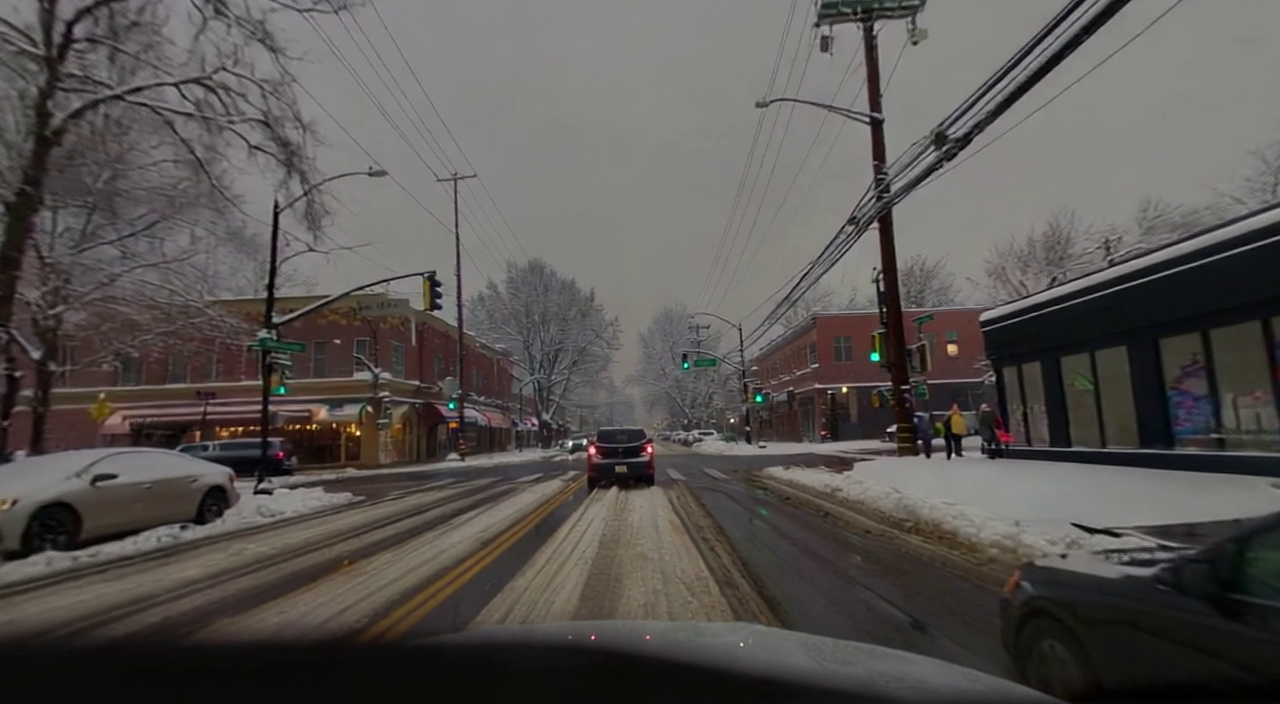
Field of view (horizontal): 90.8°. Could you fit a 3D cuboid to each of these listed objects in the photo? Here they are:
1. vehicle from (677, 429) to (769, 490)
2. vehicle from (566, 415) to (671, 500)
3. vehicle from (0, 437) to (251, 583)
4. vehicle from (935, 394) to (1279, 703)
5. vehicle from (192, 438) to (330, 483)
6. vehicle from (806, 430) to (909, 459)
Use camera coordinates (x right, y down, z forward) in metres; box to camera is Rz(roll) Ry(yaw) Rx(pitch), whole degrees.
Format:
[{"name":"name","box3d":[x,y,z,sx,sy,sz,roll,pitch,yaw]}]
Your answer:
[{"name":"vehicle","box3d":[2.289,3.114,18.573,1.998,1.580,4.015,0,-8,-2]},{"name":"vehicle","box3d":[-0.525,2.698,16.461,2.301,1.854,4.919,0,-8,-1]},{"name":"vehicle","box3d":[-9.775,2.515,11.053,2.048,1.985,6.011,0,-8,0]},{"name":"vehicle","box3d":[2.828,0.808,1.459,2.146,1.457,4.439,0,-8,0]},{"name":"vehicle","box3d":[-17.638,5.052,29.602,5.037,2.002,2.173,0,-8,0]},{"name":"vehicle","box3d":[11.365,4.866,33.272,4.713,1.493,1.875,0,-8,-2]}]
